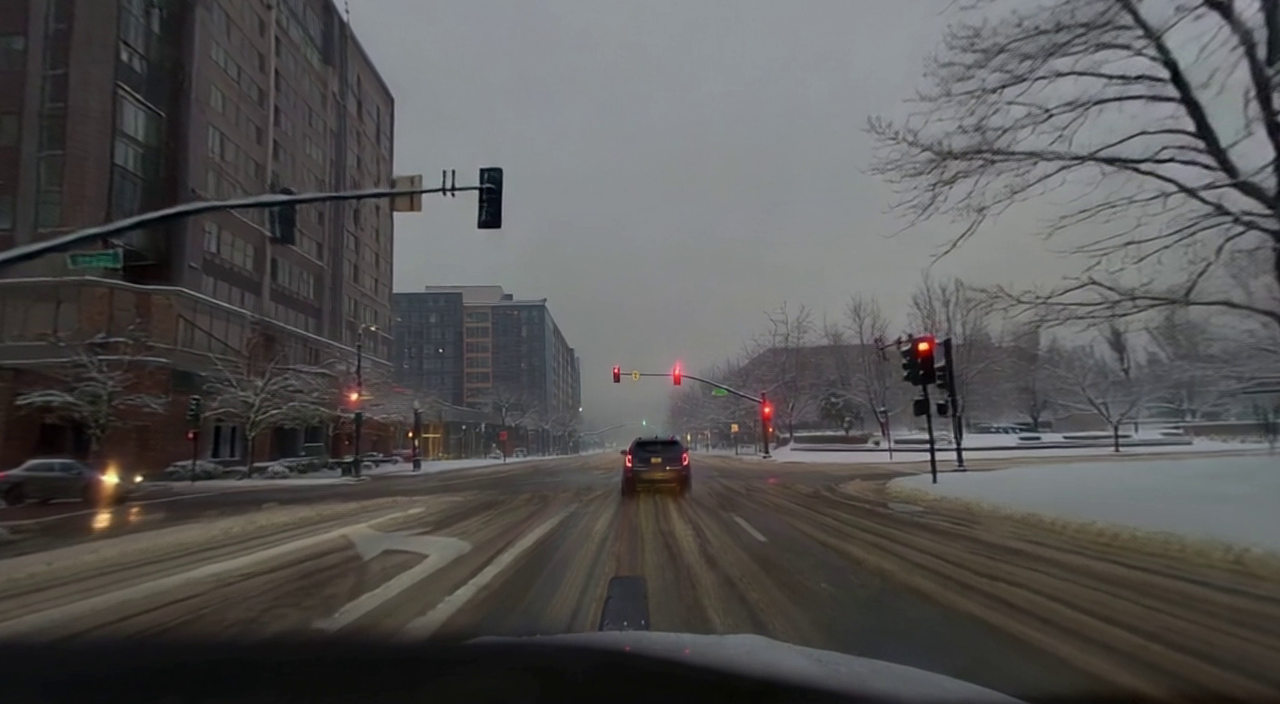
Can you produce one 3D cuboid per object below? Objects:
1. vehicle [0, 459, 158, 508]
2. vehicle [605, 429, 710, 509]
[{"bbox_3d":[-18.997,4.338,21.026,4.494,1.475,1.893,-1,-8,7],"label":"vehicle"},{"bbox_3d":[0.364,2.730,15.148,2.184,1.640,4.086,0,-8,0],"label":"vehicle"}]
